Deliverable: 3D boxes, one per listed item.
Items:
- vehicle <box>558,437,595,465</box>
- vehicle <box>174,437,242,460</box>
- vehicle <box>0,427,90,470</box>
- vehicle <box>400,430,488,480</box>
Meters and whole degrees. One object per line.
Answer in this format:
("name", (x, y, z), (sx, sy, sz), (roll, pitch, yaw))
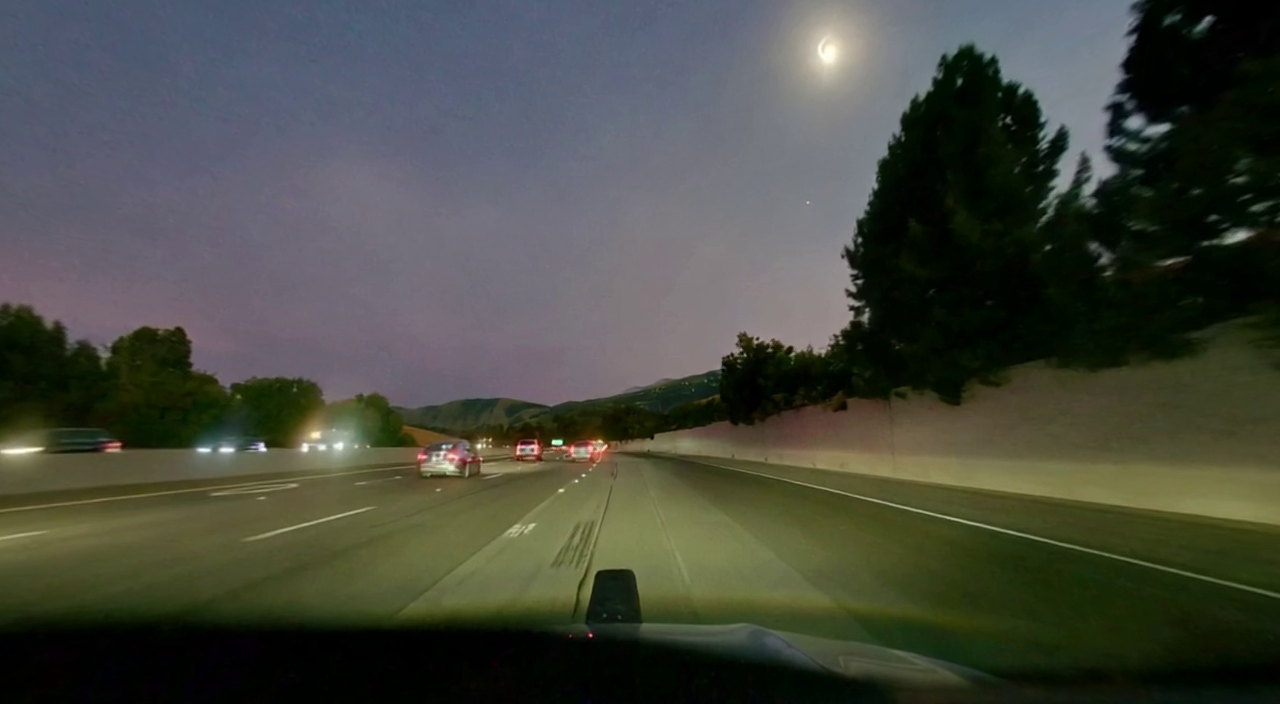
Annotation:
("vehicle", (-4.125, 6.519, 41.644), (2.115, 1.713, 4.263), (0, -9, -2))
("vehicle", (-32.227, 7.202, 47.288), (1.948, 1.595, 4.502), (0, -9, -2))
("vehicle", (-24.556, 3.767, 24.708), (1.868, 1.573, 4.676), (0, -9, -1))
("vehicle", (-7.650, 4.091, 25.257), (2.074, 1.768, 4.805), (0, -9, -1))
